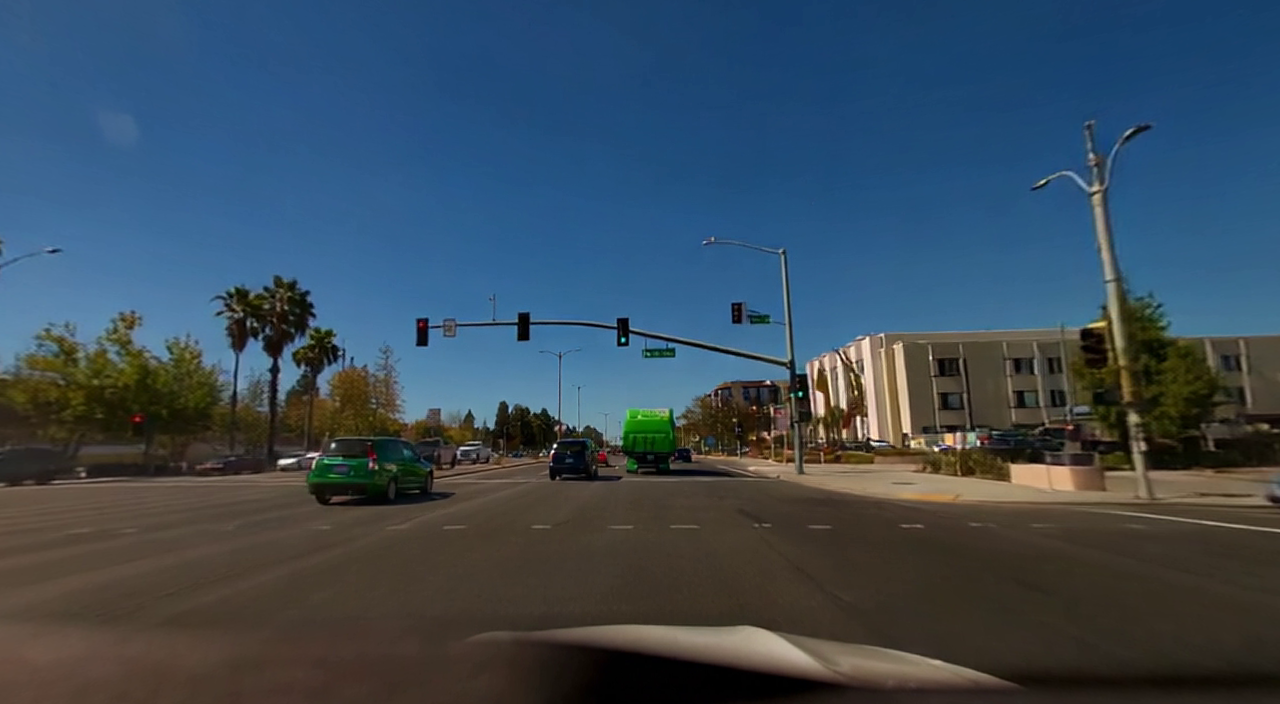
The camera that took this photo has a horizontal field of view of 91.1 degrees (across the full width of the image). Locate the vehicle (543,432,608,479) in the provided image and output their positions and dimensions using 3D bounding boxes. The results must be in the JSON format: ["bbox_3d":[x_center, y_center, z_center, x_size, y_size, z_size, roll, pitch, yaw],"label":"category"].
[{"bbox_3d":[-2.701,4.499,27.520,2.178,1.826,4.933,0,-9,2],"label":"vehicle"}]

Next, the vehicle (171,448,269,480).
[{"bbox_3d":[-21.332,5.681,32.119,1.876,1.479,4.443,0,-9,1],"label":"vehicle"}]

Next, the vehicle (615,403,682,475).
[{"bbox_3d":[0.425,4.414,31.712,2.993,3.235,6.692,0,-9,1],"label":"vehicle"}]

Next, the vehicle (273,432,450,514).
[{"bbox_3d":[-6.354,2.797,15.076,2.045,1.630,4.680,0,-9,1],"label":"vehicle"}]

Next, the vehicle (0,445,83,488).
[{"bbox_3d":[-27.913,5.022,27.695,2.006,1.791,4.944,0,-9,1],"label":"vehicle"}]
